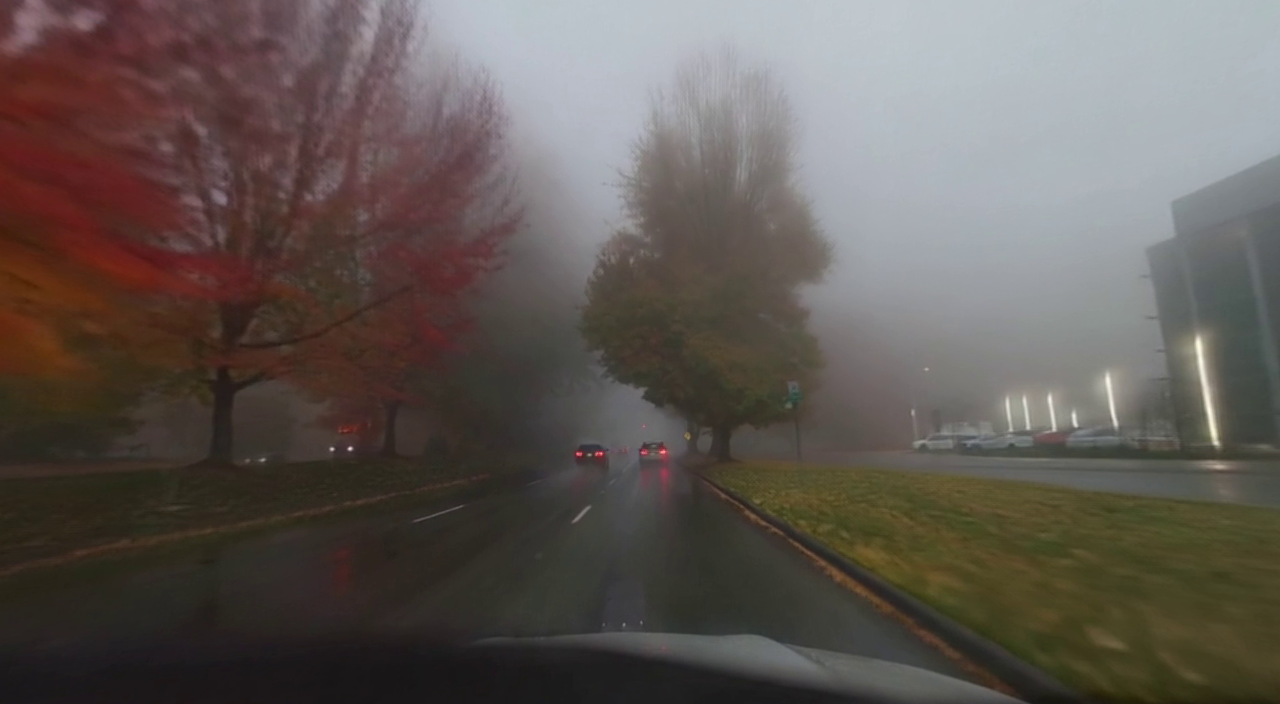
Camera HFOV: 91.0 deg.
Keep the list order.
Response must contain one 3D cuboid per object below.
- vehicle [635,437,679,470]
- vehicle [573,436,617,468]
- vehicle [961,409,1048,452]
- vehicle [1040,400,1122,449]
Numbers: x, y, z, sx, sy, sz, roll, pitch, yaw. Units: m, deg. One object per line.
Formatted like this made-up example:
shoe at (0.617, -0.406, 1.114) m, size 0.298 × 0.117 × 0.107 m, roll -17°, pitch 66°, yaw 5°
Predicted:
vehicle at (0.821, 4.990, 31.109) m, size 2.040 × 1.493 × 3.682 m, roll 0°, pitch -8°, yaw 1°
vehicle at (-2.494, 5.660, 35.837) m, size 2.197 × 1.709 × 4.069 m, roll 0°, pitch -8°, yaw 1°
vehicle at (23.343, 5.089, 40.502) m, size 4.440 × 2.545 × 2.105 m, roll -6°, pitch -10°, yaw 24°
vehicle at (23.259, 3.866, 33.307) m, size 2.673 × 2.486 × 2.062 m, roll 0°, pitch -8°, yaw -1°
